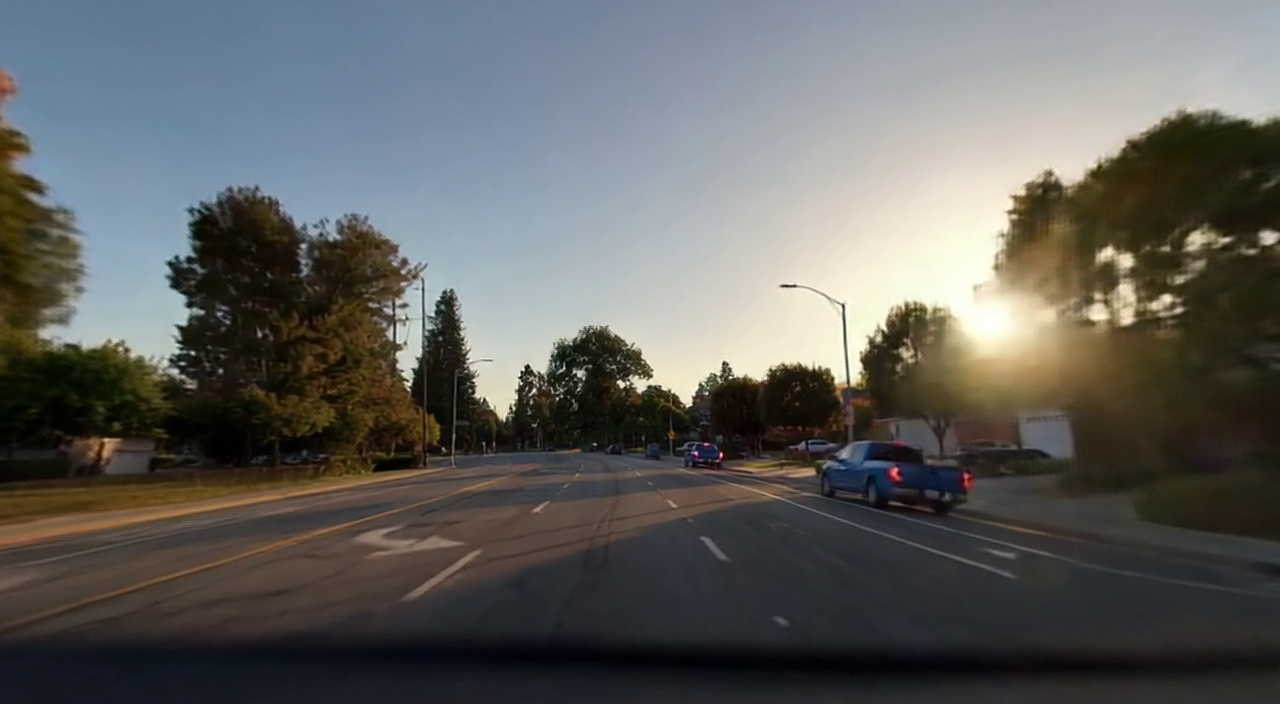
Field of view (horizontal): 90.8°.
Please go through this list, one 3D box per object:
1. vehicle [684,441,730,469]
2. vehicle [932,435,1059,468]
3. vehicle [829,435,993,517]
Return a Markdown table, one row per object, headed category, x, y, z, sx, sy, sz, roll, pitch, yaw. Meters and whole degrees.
| category | x | y | z | sx | sy | sz | roll | pitch | yaw |
| --- | --- | --- | --- | --- | --- | --- | --- | --- | --- |
| vehicle | 4.766 | 7.390 | 45.611 | 2.285 | 1.868 | 5.575 | 1 | -9 | -4 |
| vehicle | 16.294 | 4.588 | 29.156 | 4.656 | 1.466 | 1.924 | 0 | -9 | 0 |
| vehicle | 6.419 | 2.965 | 15.673 | 2.024 | 1.710 | 4.525 | 0 | -9 | 0 |
